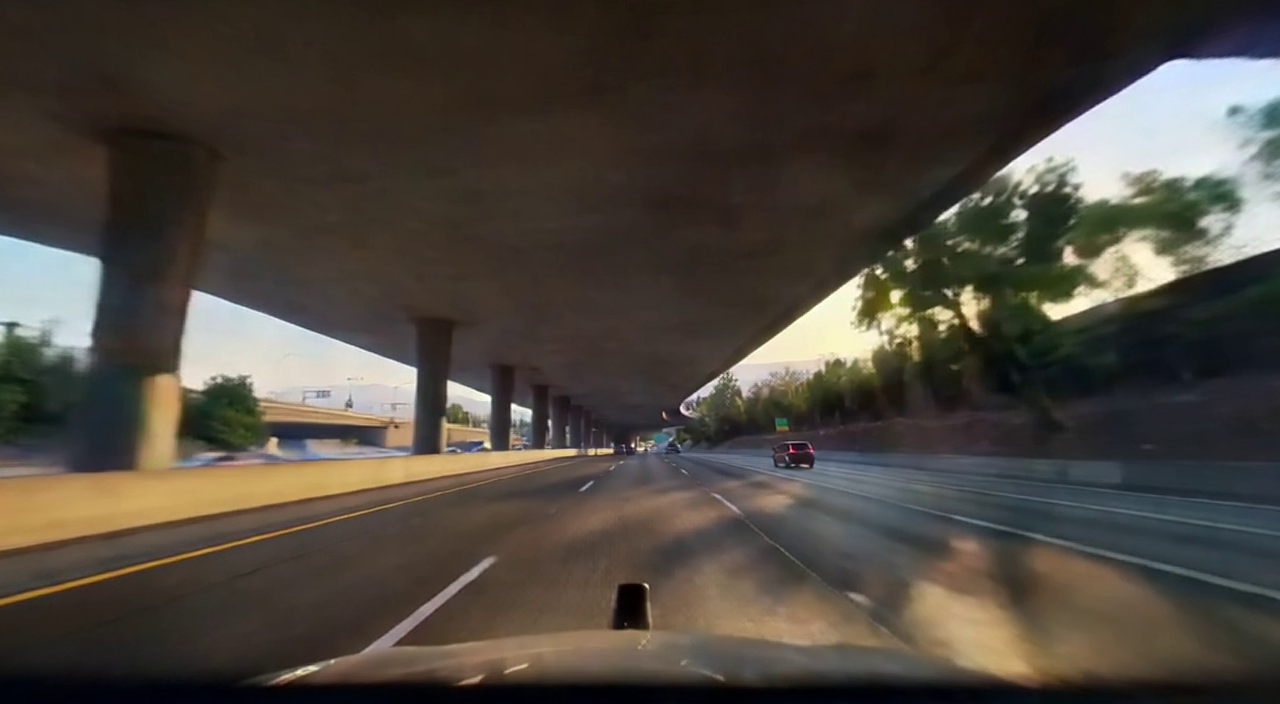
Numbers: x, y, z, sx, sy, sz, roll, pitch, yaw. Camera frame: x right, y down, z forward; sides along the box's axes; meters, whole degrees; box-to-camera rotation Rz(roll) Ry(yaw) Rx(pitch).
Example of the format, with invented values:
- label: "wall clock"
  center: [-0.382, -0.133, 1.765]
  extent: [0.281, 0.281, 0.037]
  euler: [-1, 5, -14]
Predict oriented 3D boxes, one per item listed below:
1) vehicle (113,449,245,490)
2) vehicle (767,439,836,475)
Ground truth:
- label: "vehicle"
  center: [-18.794, 4.785, 26.039]
  extent: [1.953, 1.469, 4.574]
  euler: [0, -8, 0]
- label: "vehicle"
  center: [7.240, 4.754, 28.816]
  extent: [1.914, 1.465, 4.574]
  euler: [0, -8, 0]
